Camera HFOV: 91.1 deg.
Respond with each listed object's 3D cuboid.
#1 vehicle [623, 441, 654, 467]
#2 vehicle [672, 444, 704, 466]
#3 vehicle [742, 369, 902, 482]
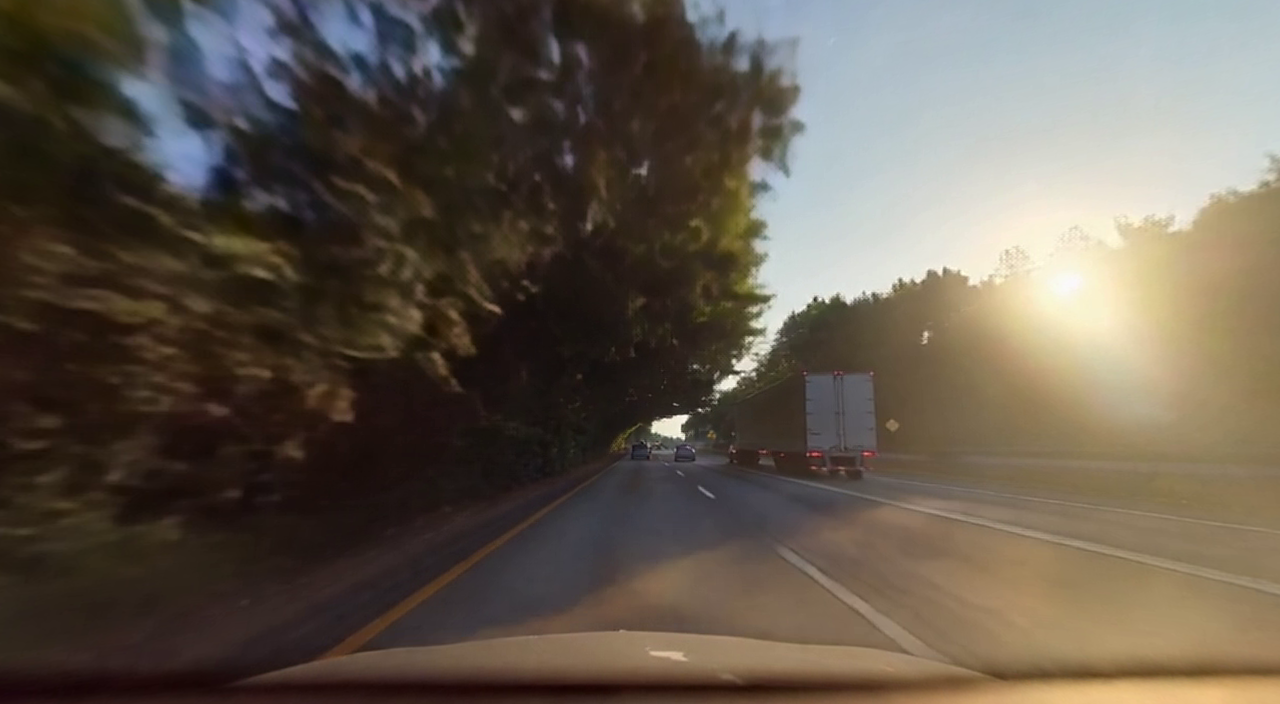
[{"bbox_3d":[-0.095,7.414,45.793,2.114,1.706,4.106,0,-9,0],"label":"vehicle"},{"bbox_3d":[3.597,7.795,47.744,2.025,1.534,4.179,0,-9,-1],"label":"vehicle"},{"bbox_3d":[7.716,3.697,29.766,3.044,4.073,14.016,0,-9,-1],"label":"vehicle"}]
